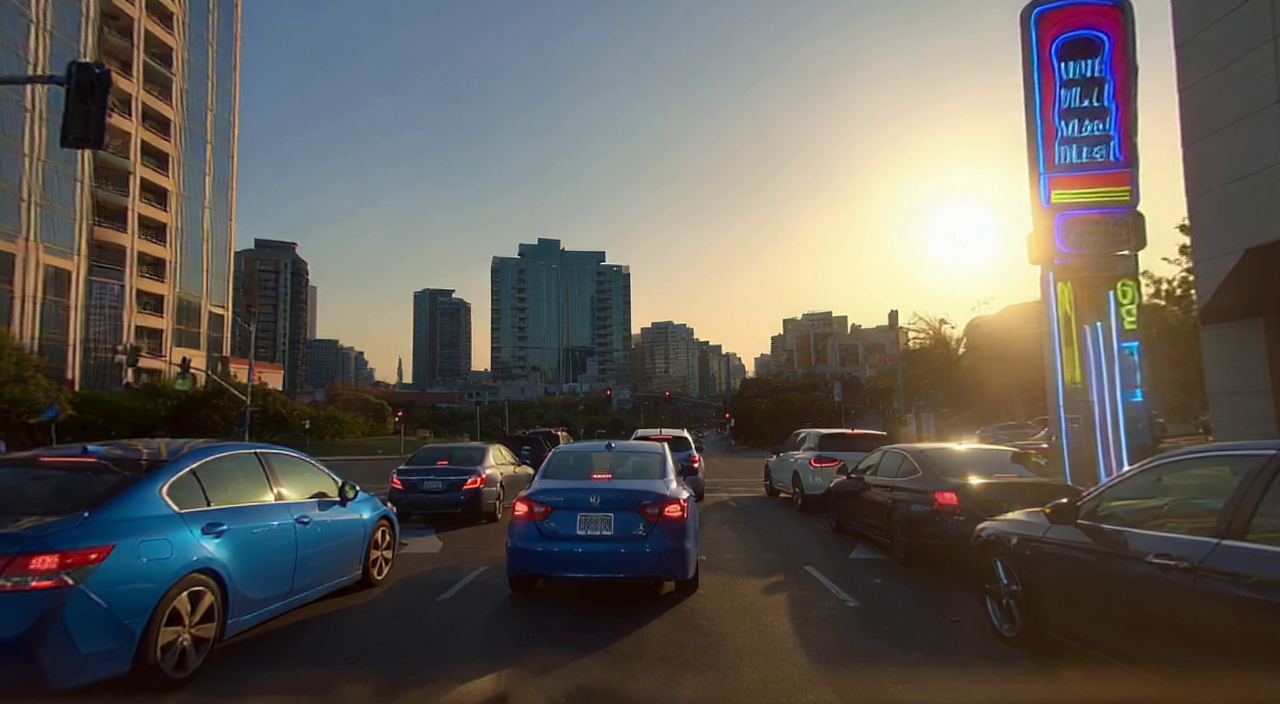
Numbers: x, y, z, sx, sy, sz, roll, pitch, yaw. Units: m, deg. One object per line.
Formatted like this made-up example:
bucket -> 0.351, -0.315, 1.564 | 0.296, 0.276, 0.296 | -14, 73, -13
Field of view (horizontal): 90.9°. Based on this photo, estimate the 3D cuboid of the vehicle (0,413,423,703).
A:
vehicle -> -3.403, 1.299, 4.721 | 1.980, 1.454, 4.226 | 0, -8, 1

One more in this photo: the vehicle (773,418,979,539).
vehicle -> 3.768, 2.097, 11.019 | 2.007, 1.683, 4.171 | 0, -8, 1

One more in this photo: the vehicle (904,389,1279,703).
vehicle -> 3.416, 1.072, 3.561 | 1.981, 1.499, 4.536 | 0, -8, 2

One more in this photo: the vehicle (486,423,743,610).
vehicle -> -0.192, 1.622, 7.124 | 2.059, 1.477, 3.988 | 0, -8, 0
